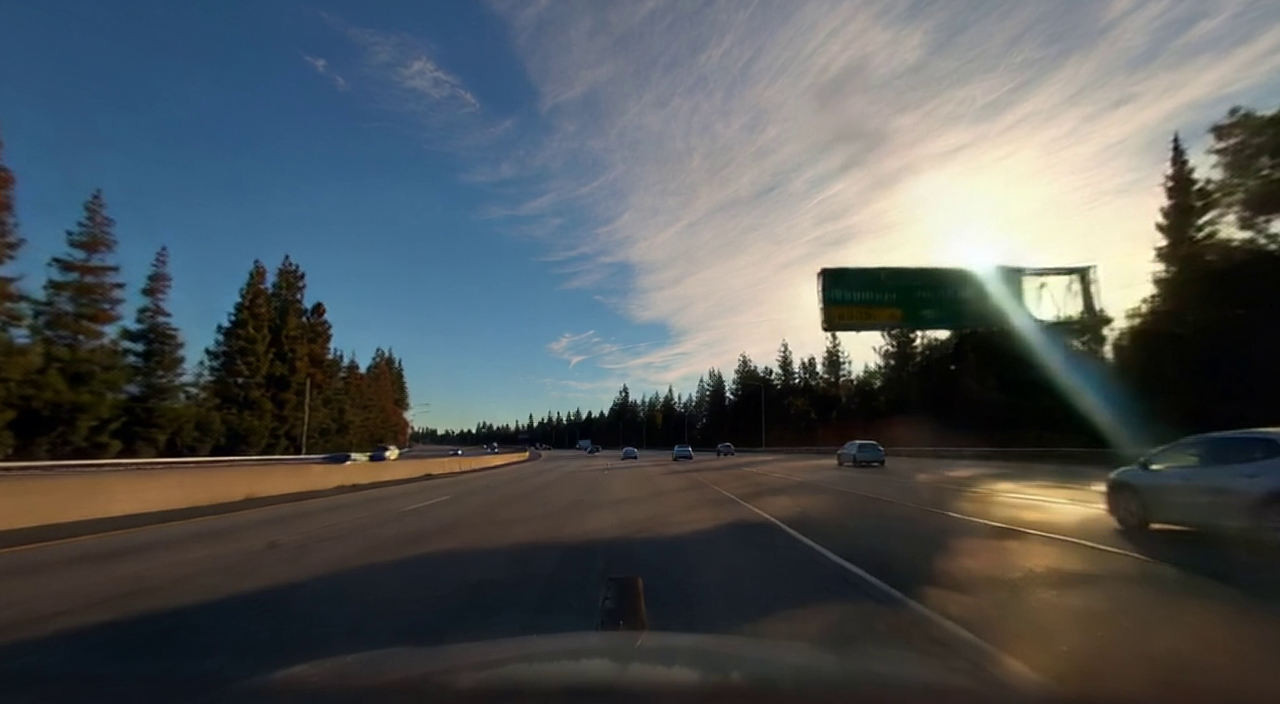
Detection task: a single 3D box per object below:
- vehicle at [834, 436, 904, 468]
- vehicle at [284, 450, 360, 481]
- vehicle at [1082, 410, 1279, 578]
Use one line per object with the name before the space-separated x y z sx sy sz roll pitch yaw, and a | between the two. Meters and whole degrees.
vehicle | 13.834 6.082 38.453 2.107 1.803 5.385 0 -9 -2
vehicle | -16.894 6.018 33.688 1.862 1.506 4.282 0 -9 0
vehicle | 7.469 1.509 6.856 2.124 1.661 4.267 0 -9 -1
